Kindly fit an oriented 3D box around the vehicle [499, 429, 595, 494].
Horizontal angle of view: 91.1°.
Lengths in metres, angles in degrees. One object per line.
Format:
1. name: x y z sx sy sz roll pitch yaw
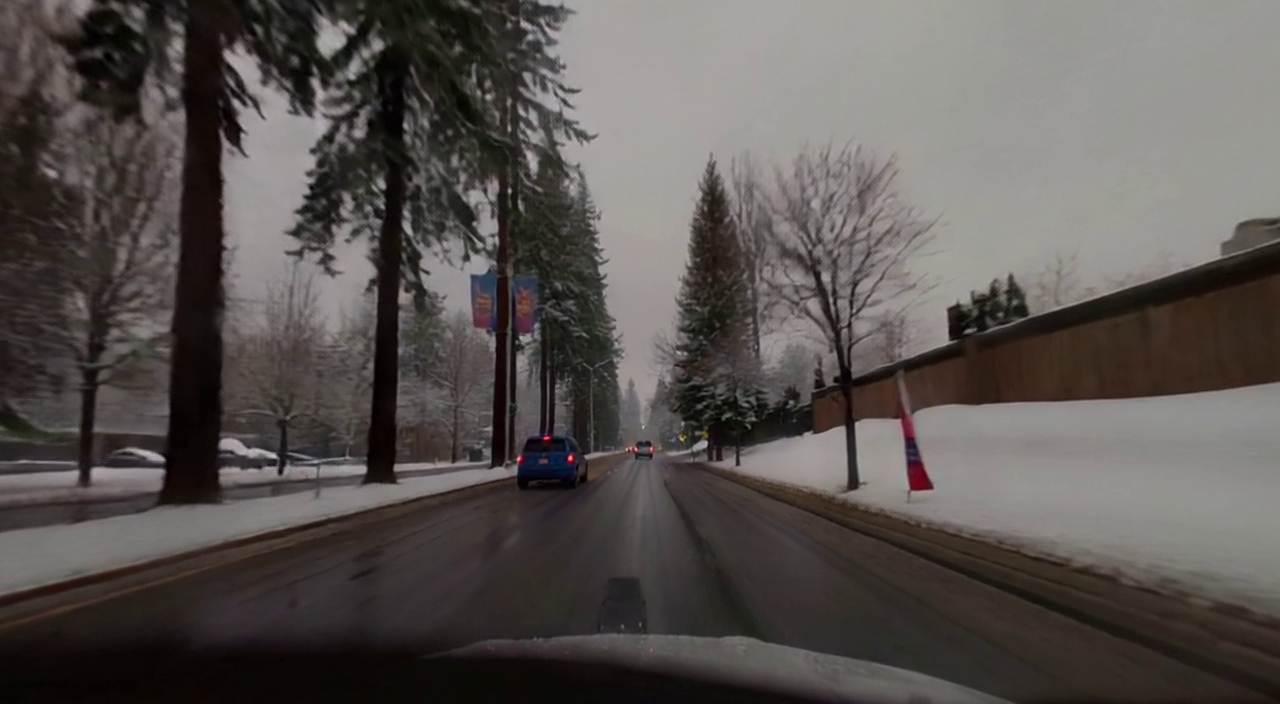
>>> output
1. vehicle: -2.853 3.532 20.541 2.281 1.837 4.845 0 -9 1
